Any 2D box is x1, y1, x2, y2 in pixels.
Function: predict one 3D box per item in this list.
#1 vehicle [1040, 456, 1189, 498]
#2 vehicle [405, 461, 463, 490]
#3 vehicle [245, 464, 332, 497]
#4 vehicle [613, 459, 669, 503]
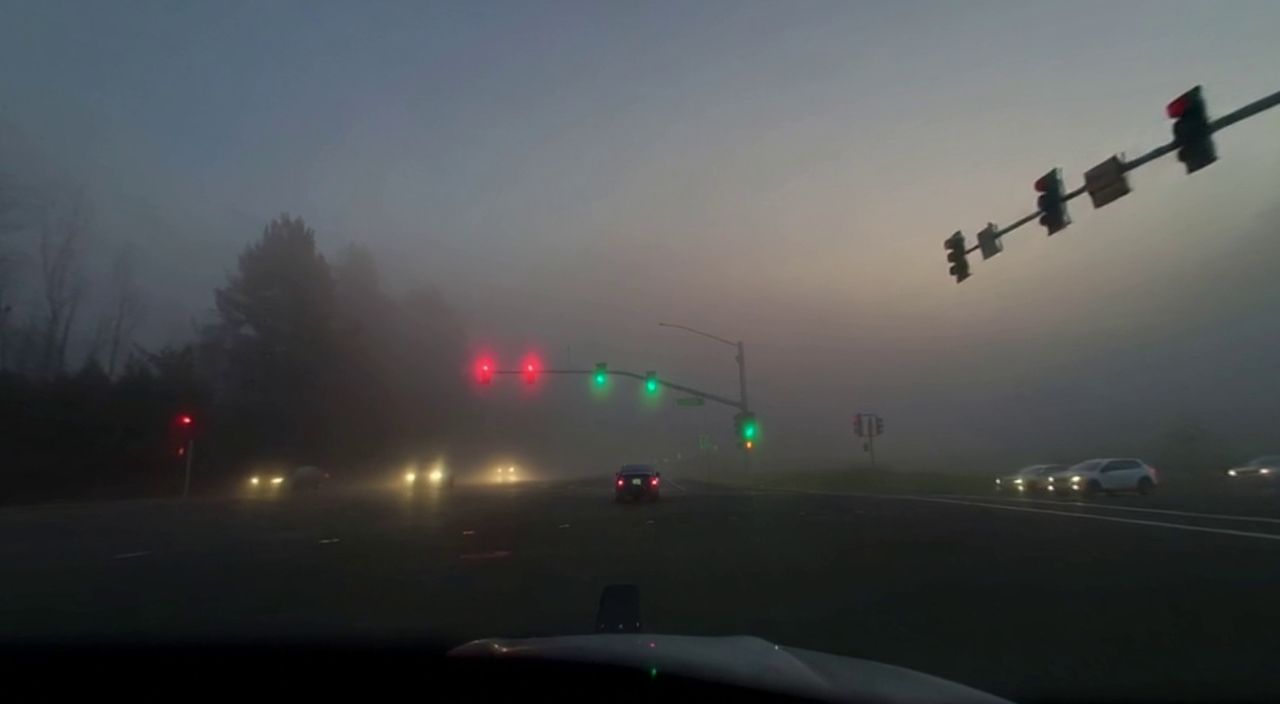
[{"bbox_3d":[18.470,4.857,24.608,4.441,1.466,1.982,1,-9,-9],"label":"vehicle"},{"bbox_3d":[-13.311,7.973,40.982,2.024,1.663,4.502,-1,-9,3],"label":"vehicle"},{"bbox_3d":[-20.954,7.652,37.756,2.189,1.720,4.653,-1,-9,6],"label":"vehicle"},{"bbox_3d":[0.054,4.823,23.852,1.954,1.469,3.465,0,-9,1],"label":"vehicle"}]
